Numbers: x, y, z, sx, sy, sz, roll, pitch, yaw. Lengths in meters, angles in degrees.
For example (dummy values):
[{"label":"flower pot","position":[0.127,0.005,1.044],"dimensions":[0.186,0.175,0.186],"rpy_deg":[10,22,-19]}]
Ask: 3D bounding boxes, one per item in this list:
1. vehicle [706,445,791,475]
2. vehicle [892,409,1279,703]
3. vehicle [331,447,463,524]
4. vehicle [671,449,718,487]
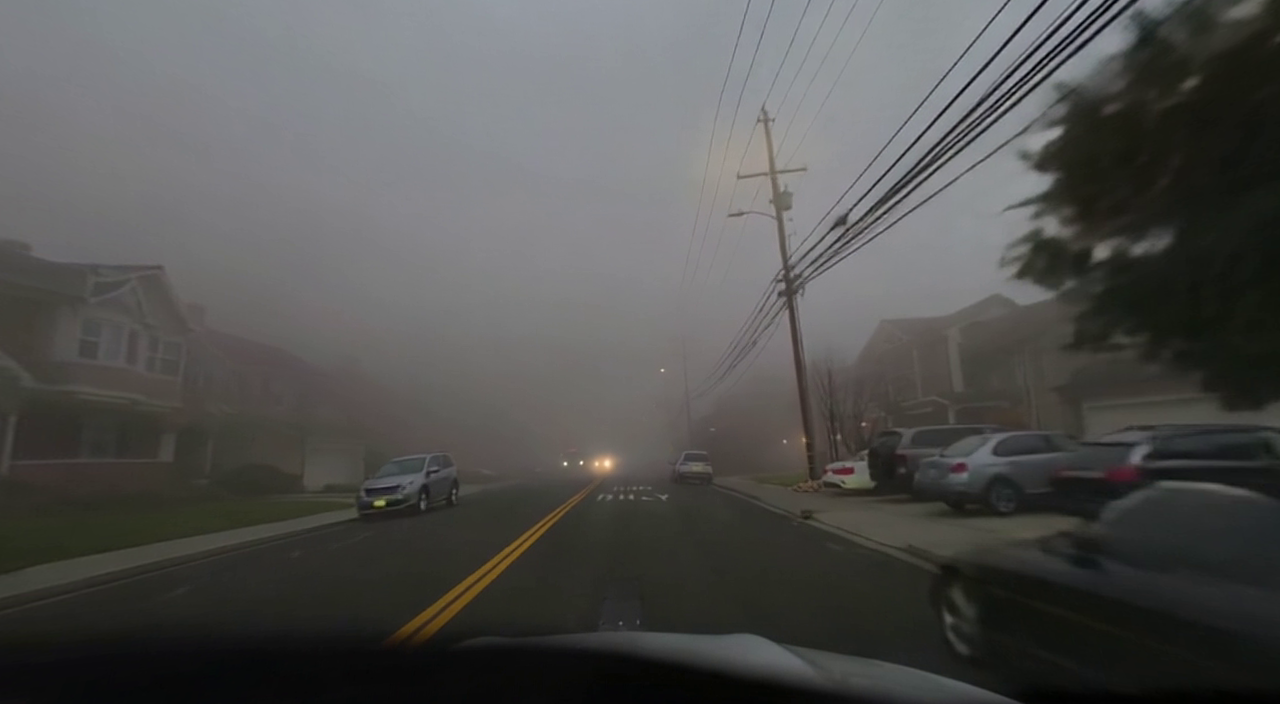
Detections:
[{"label":"vehicle","position":[7.185,7.208,42.337],"dimensions":[5.288,1.871,2.148],"rpy_deg":[0,-9,0]},{"label":"vehicle","position":[3.193,1.081,2.994],"dimensions":[2.076,1.513,4.305],"rpy_deg":[0,-9,-2]},{"label":"vehicle","position":[-6.574,3.653,17.750],"dimensions":[2.056,1.741,4.532],"rpy_deg":[-3,-10,-2]},{"label":"vehicle","position":[2.711,5.823,32.025],"dimensions":[1.945,1.792,3.903],"rpy_deg":[0,-9,-1]}]
